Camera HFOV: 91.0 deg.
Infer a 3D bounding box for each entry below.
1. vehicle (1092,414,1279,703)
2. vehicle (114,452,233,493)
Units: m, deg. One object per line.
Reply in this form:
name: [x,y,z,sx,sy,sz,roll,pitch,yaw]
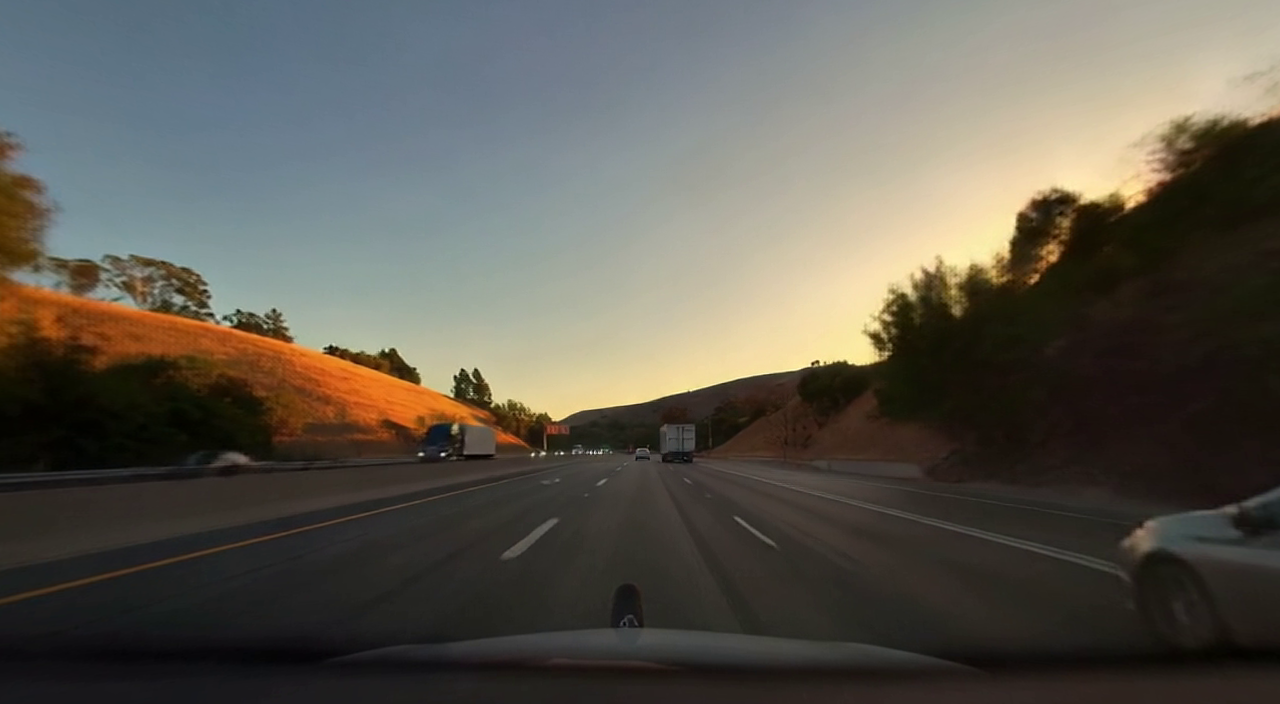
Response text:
vehicle: [3.675,0.849,1.557,1.976,1.495,4.217,0,-9,0]
vehicle: [-21.349,5.491,29.095,1.966,1.687,4.493,0,-9,1]
